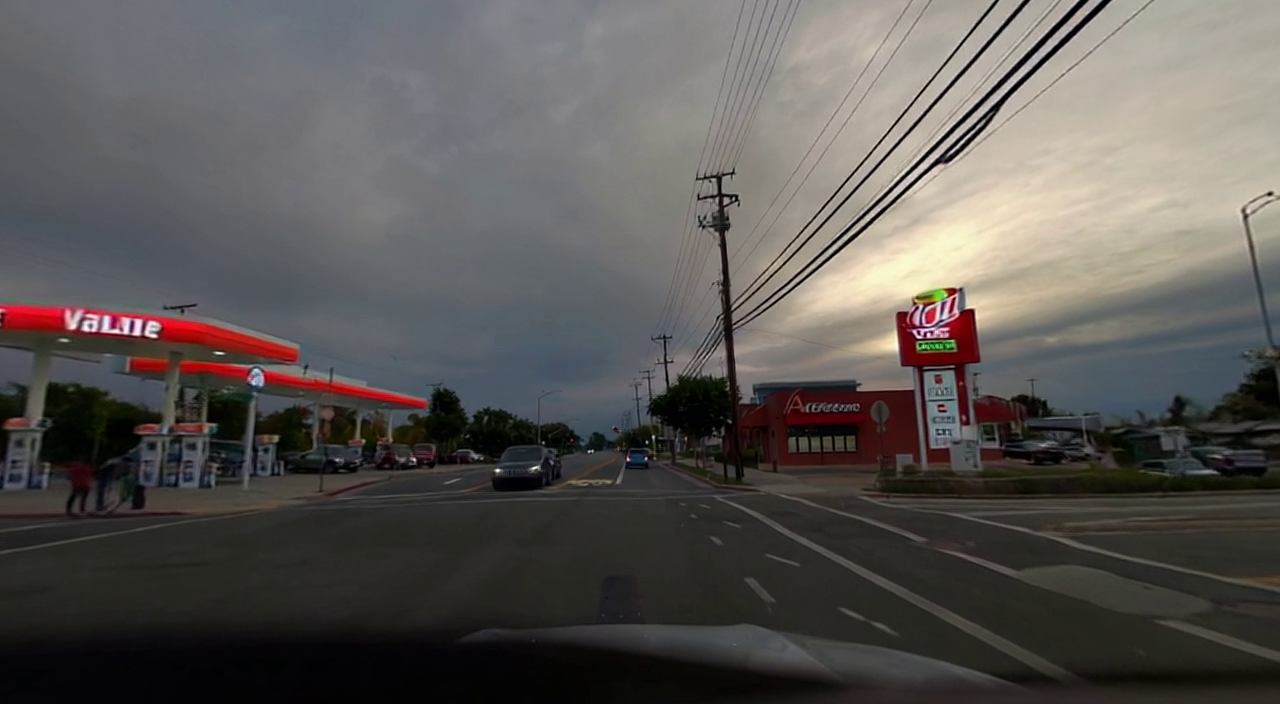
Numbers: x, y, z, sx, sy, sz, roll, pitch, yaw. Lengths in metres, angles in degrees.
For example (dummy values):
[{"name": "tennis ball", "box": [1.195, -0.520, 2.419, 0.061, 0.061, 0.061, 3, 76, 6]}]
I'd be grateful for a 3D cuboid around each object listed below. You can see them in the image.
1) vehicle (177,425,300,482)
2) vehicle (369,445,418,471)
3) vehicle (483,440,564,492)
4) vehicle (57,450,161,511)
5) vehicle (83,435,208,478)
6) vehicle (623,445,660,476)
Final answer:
[{"name": "vehicle", "box": [-17.728, 4.514, 28.236, 2.499, 2.309, 4.613, 0, -9, -2]}, {"name": "vehicle", "box": [-17.608, 7.571, 45.386, 1.890, 1.761, 4.578, 1, -9, -4]}, {"name": "vehicle", "box": [-4.506, 4.483, 25.262, 2.274, 1.844, 4.843, 0, -9, 0]}, {"name": "vehicle", "box": [-15.635, 3.634, 18.497, 1.928, 1.487, 5.116, 8, -12, -42]}, {"name": "vehicle", "box": [-20.097, 4.336, 25.964, 1.913, 1.591, 4.374, 2, -10, -6]}, {"name": "vehicle", "box": [0.022, 6.224, 36.473, 2.000, 1.663, 4.271, 0, -9, -2]}]
